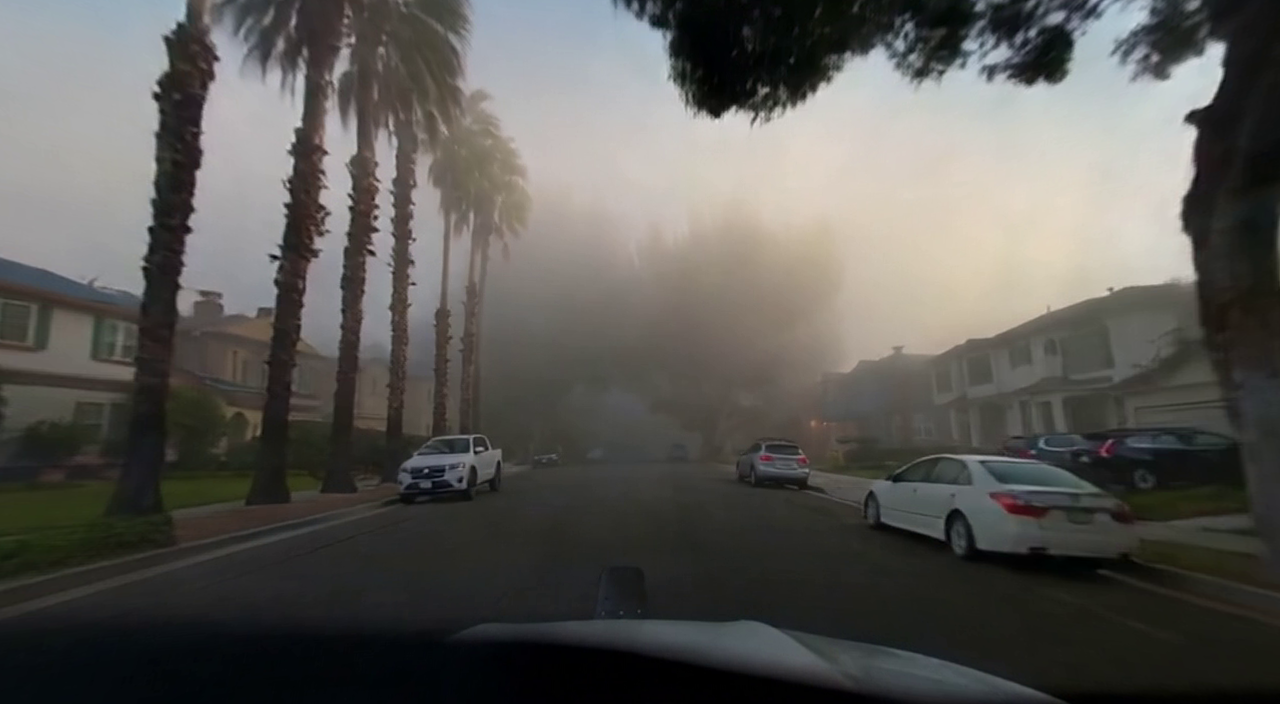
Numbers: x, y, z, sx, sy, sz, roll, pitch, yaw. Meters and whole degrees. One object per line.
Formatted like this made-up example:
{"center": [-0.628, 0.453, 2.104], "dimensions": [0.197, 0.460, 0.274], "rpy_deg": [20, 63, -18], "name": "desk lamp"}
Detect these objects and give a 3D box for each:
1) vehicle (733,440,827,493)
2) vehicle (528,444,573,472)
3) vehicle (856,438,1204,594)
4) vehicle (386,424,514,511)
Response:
{"center": [4.511, 3.760, 21.104], "dimensions": [1.991, 1.554, 4.501], "rpy_deg": [0, -9, -1], "name": "vehicle"}
{"center": [-5.478, 6.533, 39.251], "dimensions": [2.079, 1.486, 4.877], "rpy_deg": [-3, -8, -1], "name": "vehicle"}
{"center": [4.790, 2.025, 8.793], "dimensions": [2.056, 1.464, 4.493], "rpy_deg": [3, -9, 1], "name": "vehicle"}
{"center": [-4.865, 3.021, 17.037], "dimensions": [2.149, 1.877, 5.082], "rpy_deg": [-1, -8, -3], "name": "vehicle"}
